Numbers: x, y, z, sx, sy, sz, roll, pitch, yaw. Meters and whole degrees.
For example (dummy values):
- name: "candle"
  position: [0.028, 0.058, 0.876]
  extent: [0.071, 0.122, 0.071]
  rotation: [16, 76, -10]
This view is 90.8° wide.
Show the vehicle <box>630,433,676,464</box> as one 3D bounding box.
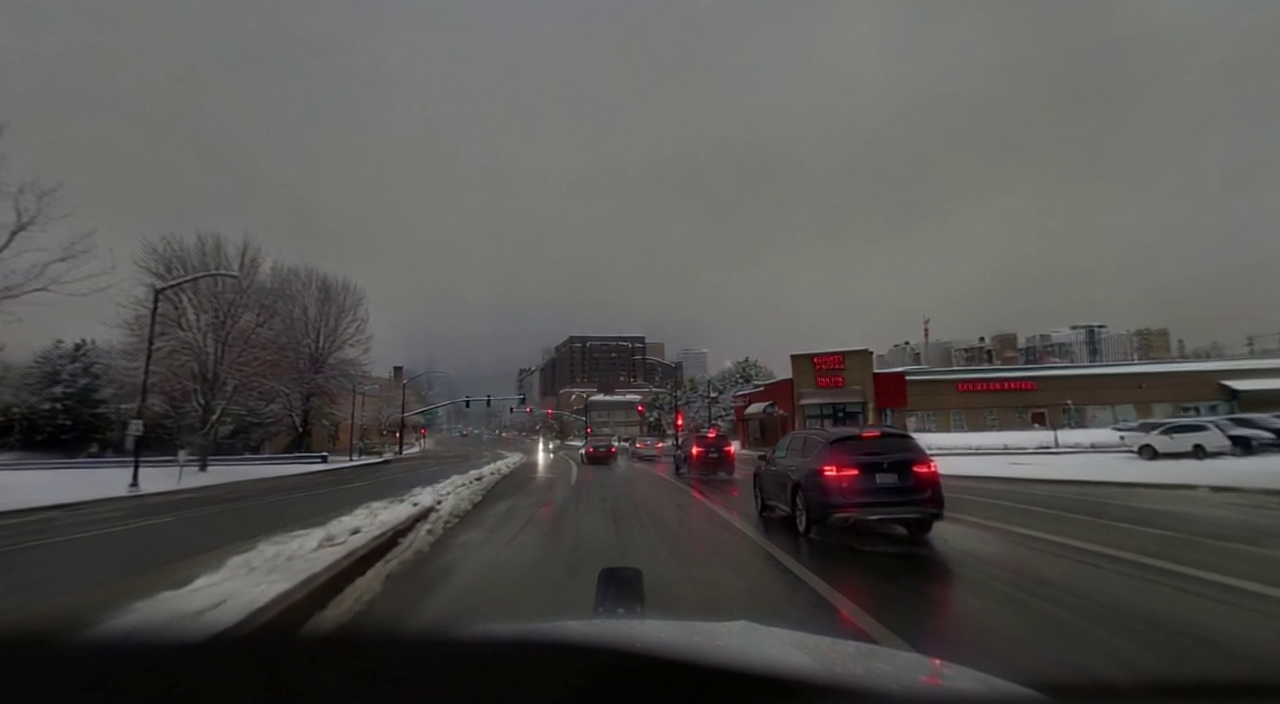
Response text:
- name: "vehicle"
  position: [0.707, 5.880, 38.801]
  extent: [2.216, 1.750, 4.520]
  rotation: [-1, -7, -7]

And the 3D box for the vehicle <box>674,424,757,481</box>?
- name: "vehicle"
  position: [2.497, 3.476, 22.106]
  extent: [2.046, 1.768, 4.370]
  rotation: [0, -8, -4]

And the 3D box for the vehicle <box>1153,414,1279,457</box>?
- name: "vehicle"
  position: [28.527, 4.061, 30.713]
  extent: [5.103, 1.947, 2.207]
  rotation: [-1, -8, 1]

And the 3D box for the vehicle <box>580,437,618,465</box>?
- name: "vehicle"
  position: [-2.449, 5.752, 36.852]
  extent: [2.068, 1.512, 3.987]
  rotation: [1, -9, -6]

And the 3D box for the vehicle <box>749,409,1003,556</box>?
- name: "vehicle"
  position: [3.044, 1.746, 9.223]
  extent: [1.966, 1.596, 3.980]
  rotation: [-1, -8, -3]
